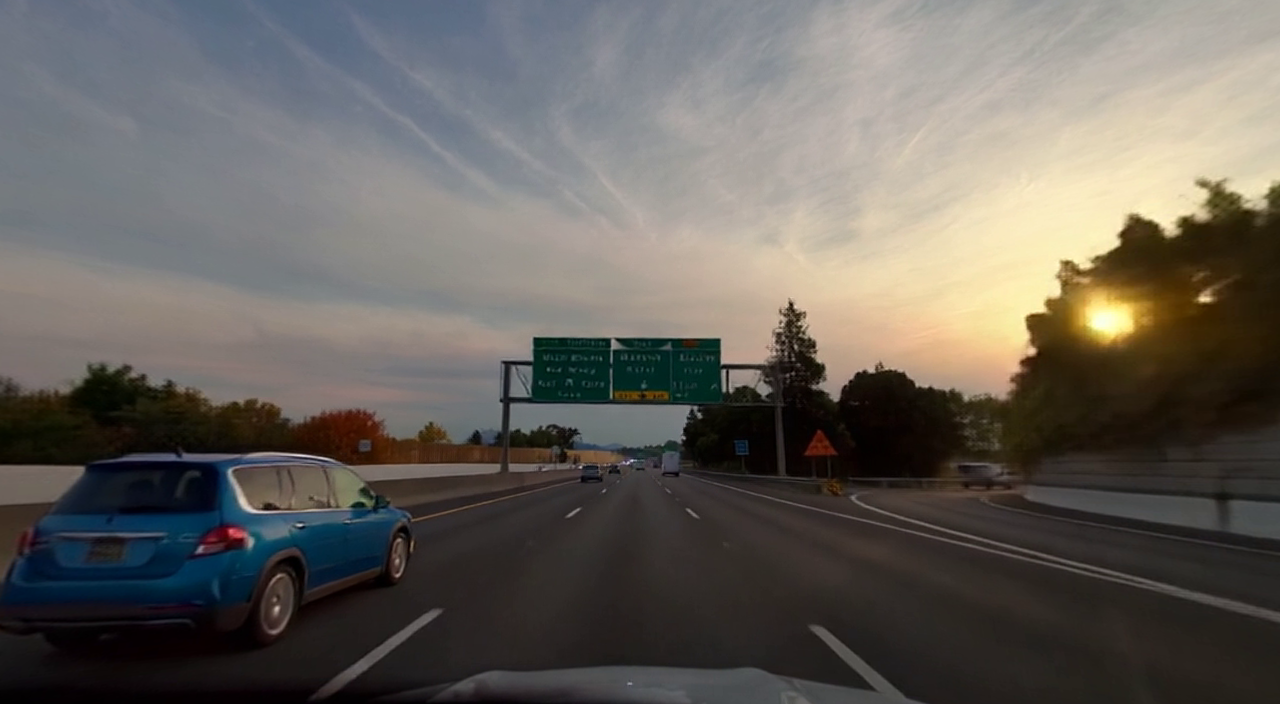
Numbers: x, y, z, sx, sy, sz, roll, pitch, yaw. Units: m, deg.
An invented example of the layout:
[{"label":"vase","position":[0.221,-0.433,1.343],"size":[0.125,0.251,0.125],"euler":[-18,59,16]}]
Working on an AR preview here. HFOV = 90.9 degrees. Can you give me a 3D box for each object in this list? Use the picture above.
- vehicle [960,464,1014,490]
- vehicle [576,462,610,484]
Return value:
[{"label":"vehicle","position":[25.972,9.346,47.094],"size":[2.164,1.781,5.018],"euler":[-9,-14,43]},{"label":"vehicle","position":[-3.348,8.836,45.984],"size":[2.045,1.487,4.582],"euler":[1,-10,1]}]
